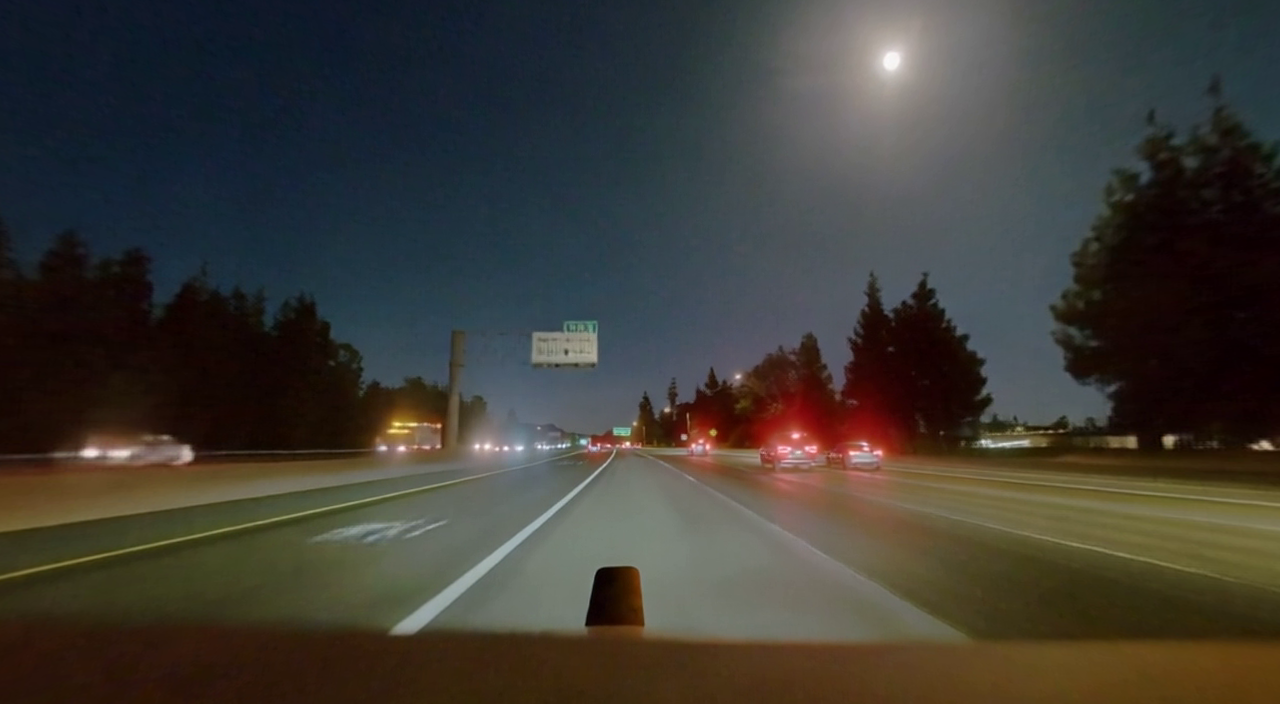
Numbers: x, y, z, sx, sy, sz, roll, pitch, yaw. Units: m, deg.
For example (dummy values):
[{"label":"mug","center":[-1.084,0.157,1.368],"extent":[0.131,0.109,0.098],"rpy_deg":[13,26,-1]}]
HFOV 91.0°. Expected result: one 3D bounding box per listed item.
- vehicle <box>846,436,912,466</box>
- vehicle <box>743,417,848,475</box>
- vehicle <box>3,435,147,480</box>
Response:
[{"label":"vehicle","center":[14.180,5.892,37.593],"extent":[2.072,1.611,4.387],"rpy_deg":[0,-8,-2]},{"label":"vehicle","center":[7.024,4.445,29.774],"extent":[2.779,2.339,8.073],"rpy_deg":[0,-8,-1]},{"label":"vehicle","center":[-24.690,4.623,27.817],"extent":[1.979,1.794,4.778],"rpy_deg":[0,-8,-1]}]
